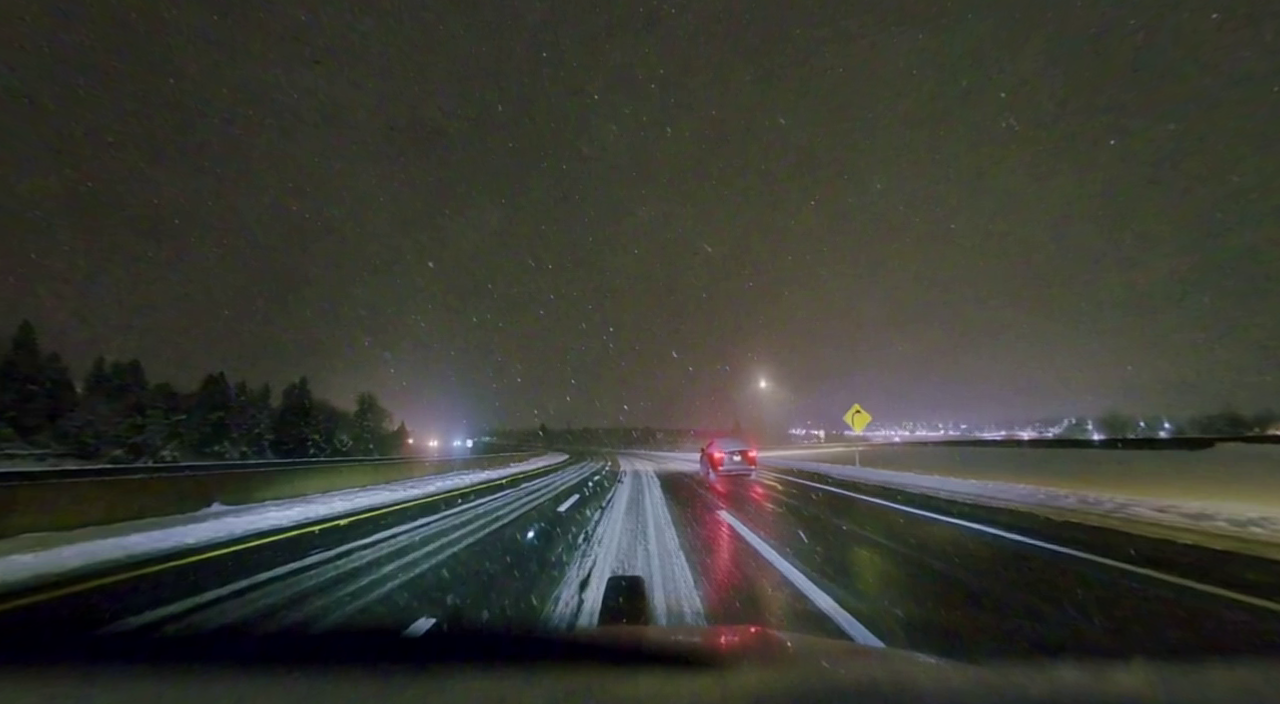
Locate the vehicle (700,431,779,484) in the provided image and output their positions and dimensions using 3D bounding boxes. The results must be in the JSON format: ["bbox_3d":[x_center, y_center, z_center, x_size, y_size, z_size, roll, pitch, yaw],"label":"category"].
[{"bbox_3d":[3.453,3.754,22.786,2.059,1.715,4.192,0,-8,-1],"label":"vehicle"}]
